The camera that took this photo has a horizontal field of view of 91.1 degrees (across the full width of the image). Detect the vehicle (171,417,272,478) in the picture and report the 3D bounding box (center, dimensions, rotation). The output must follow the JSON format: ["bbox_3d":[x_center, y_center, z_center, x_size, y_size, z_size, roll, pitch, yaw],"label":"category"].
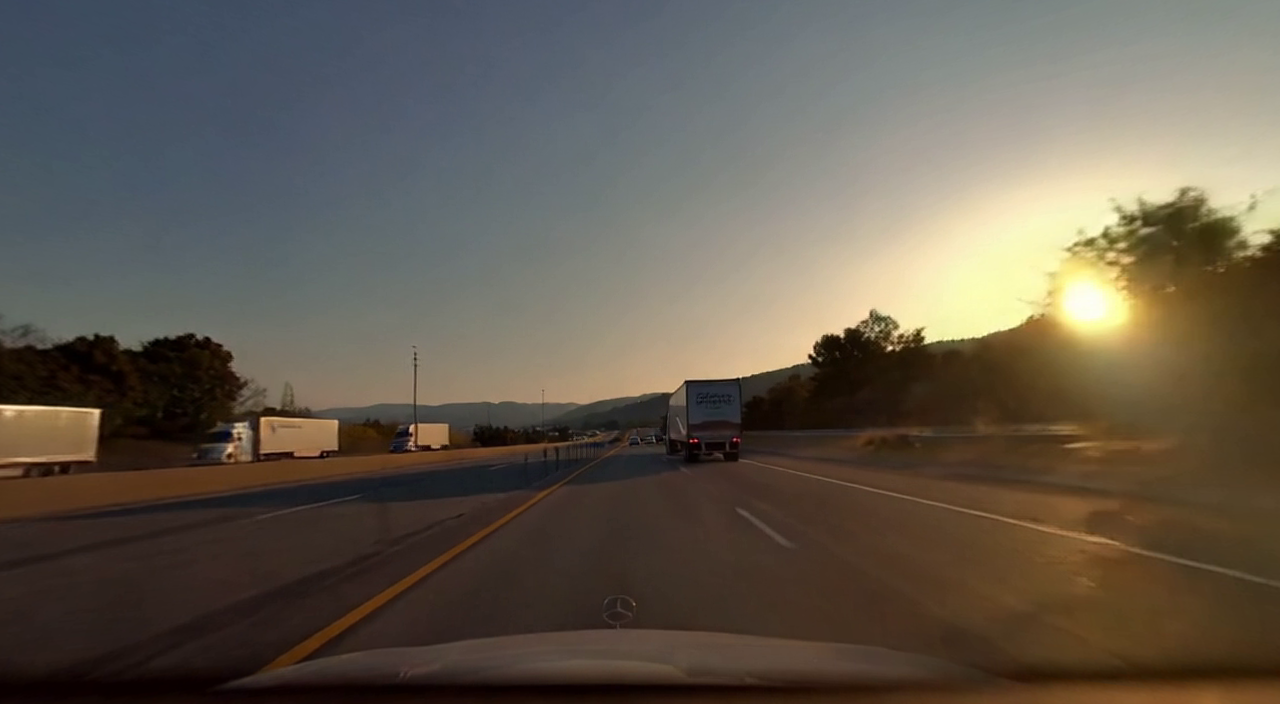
[{"bbox_3d":[-30.699,6.964,46.516,2.964,4.145,6.342,0,-7,0],"label":"vehicle"}]

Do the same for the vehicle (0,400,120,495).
[{"bbox_3d":[-29.800,4.183,27.458,2.944,4.141,14.436,0,-8,-5],"label":"vehicle"}]

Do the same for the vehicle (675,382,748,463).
[{"bbox_3d":[3.642,3.934,34.299,2.888,3.866,8.380,0,-8,-1],"label":"vehicle"}]
